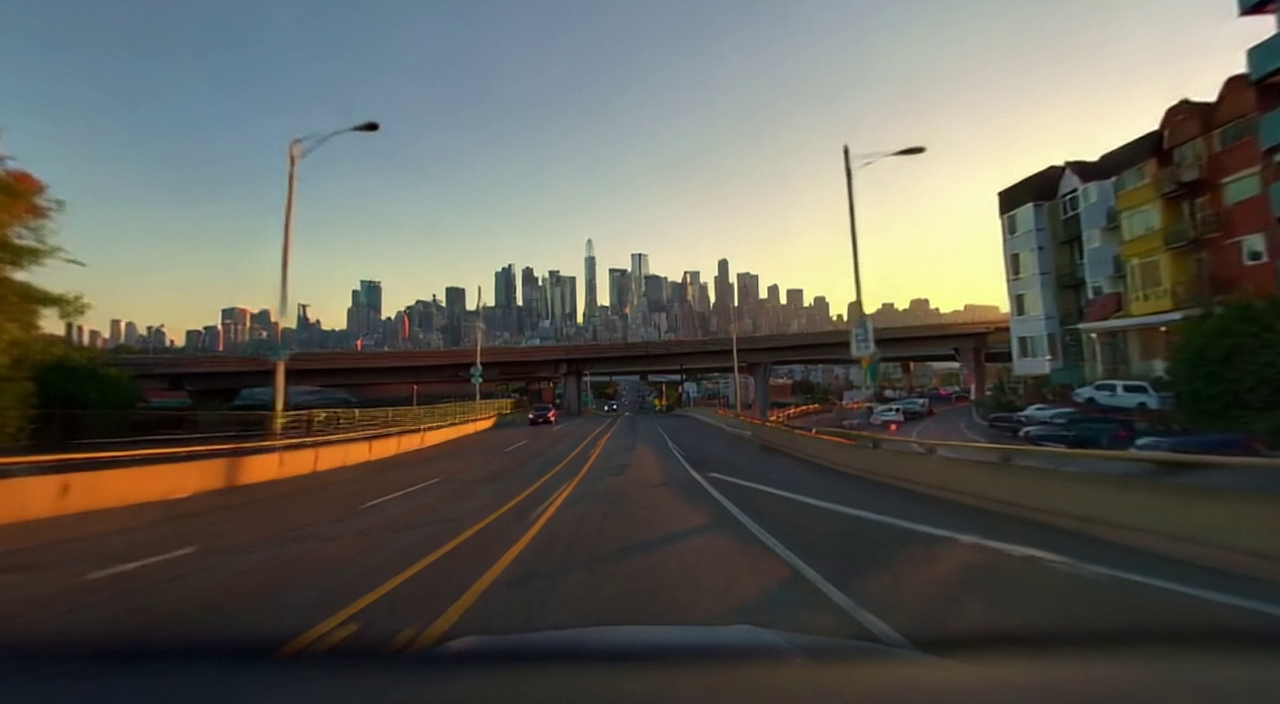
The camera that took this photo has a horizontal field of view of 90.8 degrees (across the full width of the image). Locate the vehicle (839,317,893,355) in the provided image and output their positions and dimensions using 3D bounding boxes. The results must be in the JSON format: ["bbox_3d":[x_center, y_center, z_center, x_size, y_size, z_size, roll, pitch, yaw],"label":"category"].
[{"bbox_3d":[13.549,-0.896,38.149,1.779,1.489,3.734,2,-11,-2],"label":"vehicle"}]

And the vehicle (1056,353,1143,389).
[{"bbox_3d":[27.297,1.131,37.604,3.698,1.510,1.672,-4,-14,-2],"label":"vehicle"}]

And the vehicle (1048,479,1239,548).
[{"bbox_3d":[13.815,4.410,17.678,1.809,1.497,3.837,-2,-10,-7],"label":"vehicle"}]
